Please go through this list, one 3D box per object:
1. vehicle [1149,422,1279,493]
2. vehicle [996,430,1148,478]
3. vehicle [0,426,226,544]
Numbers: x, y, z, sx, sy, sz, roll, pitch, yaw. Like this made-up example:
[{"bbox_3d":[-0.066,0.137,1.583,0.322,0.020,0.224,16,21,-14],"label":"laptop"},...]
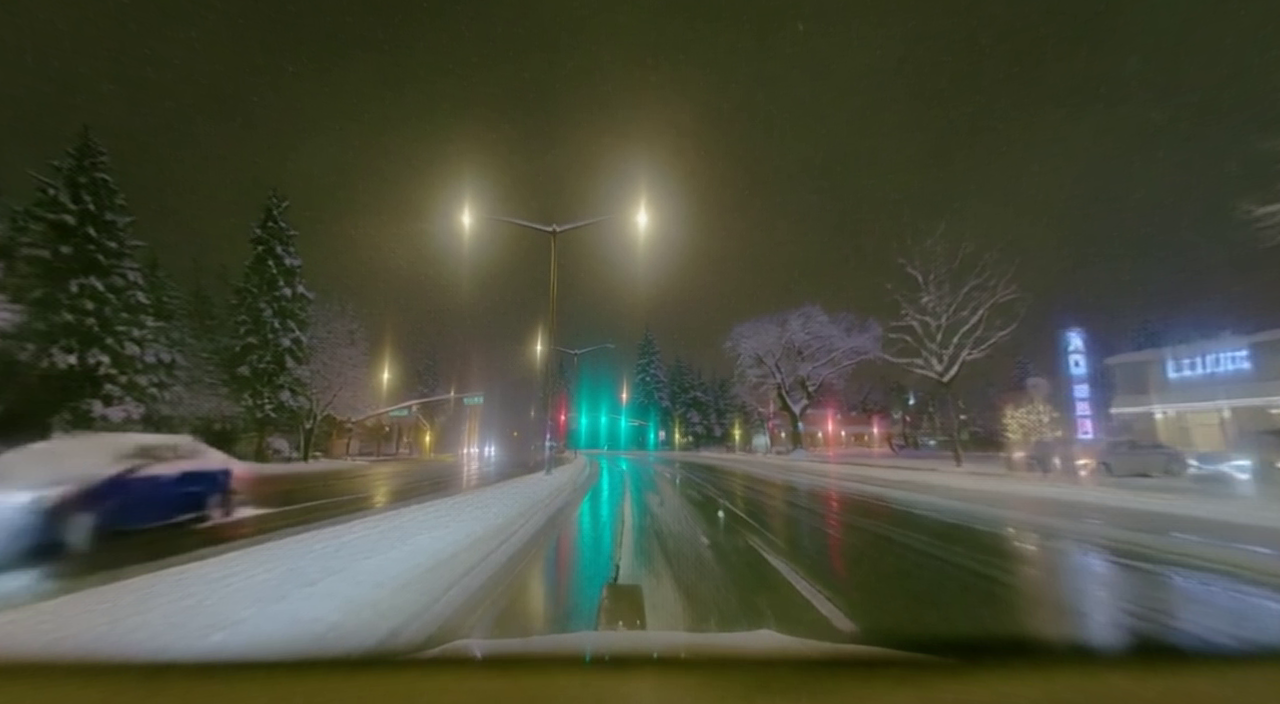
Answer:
[{"bbox_3d":[17.182,2.827,17.120,4.889,1.736,2.339,1,-8,-6],"label":"vehicle"},{"bbox_3d":[17.201,4.064,25.306,4.660,1.814,2.099,1,-9,-8],"label":"vehicle"},{"bbox_3d":[-9.056,1.948,9.720,2.094,1.485,4.446,-1,-9,5],"label":"vehicle"}]
